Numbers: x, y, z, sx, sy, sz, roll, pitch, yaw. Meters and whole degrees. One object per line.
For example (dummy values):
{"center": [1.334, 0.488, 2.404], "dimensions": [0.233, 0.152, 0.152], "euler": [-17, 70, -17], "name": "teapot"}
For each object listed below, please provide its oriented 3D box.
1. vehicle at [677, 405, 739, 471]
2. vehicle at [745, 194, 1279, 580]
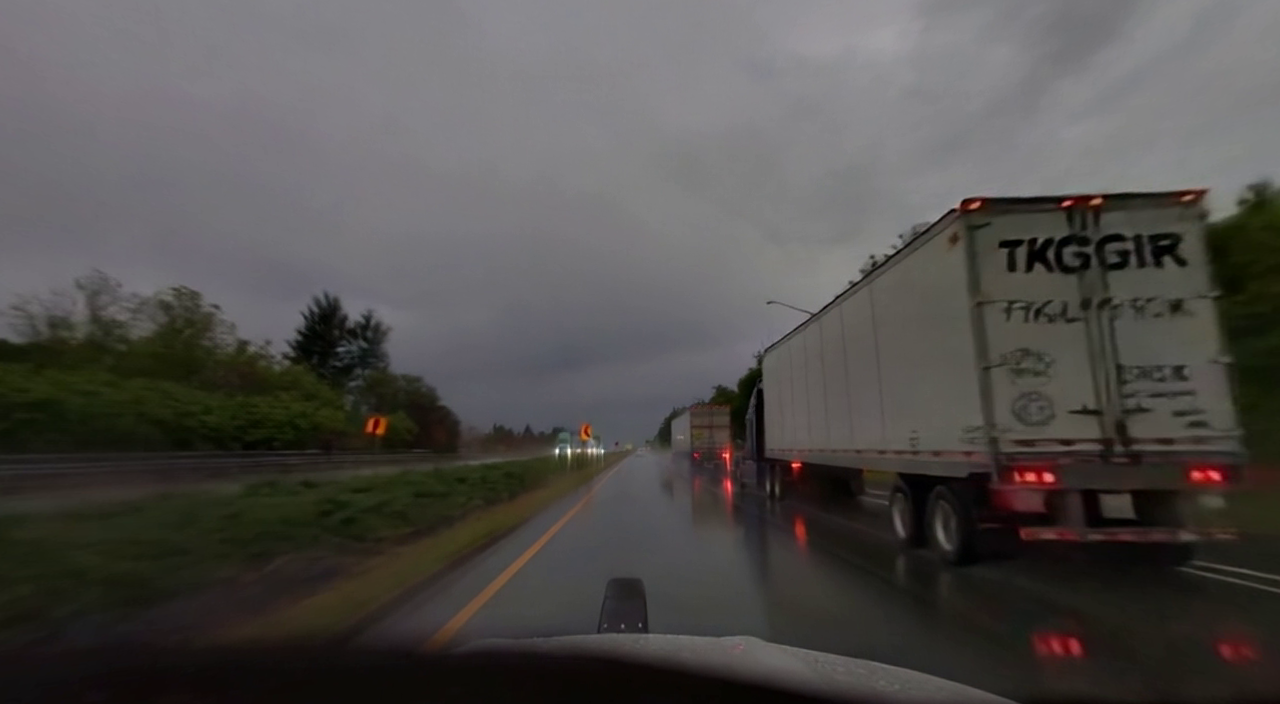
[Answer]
{"center": [4.651, 6.433, 46.279], "dimensions": [2.983, 4.030, 14.444], "euler": [0, -9, 0], "name": "vehicle"}
{"center": [5.025, 1.372, 13.702], "dimensions": [2.929, 4.093, 14.258], "euler": [0, -9, 0], "name": "vehicle"}
